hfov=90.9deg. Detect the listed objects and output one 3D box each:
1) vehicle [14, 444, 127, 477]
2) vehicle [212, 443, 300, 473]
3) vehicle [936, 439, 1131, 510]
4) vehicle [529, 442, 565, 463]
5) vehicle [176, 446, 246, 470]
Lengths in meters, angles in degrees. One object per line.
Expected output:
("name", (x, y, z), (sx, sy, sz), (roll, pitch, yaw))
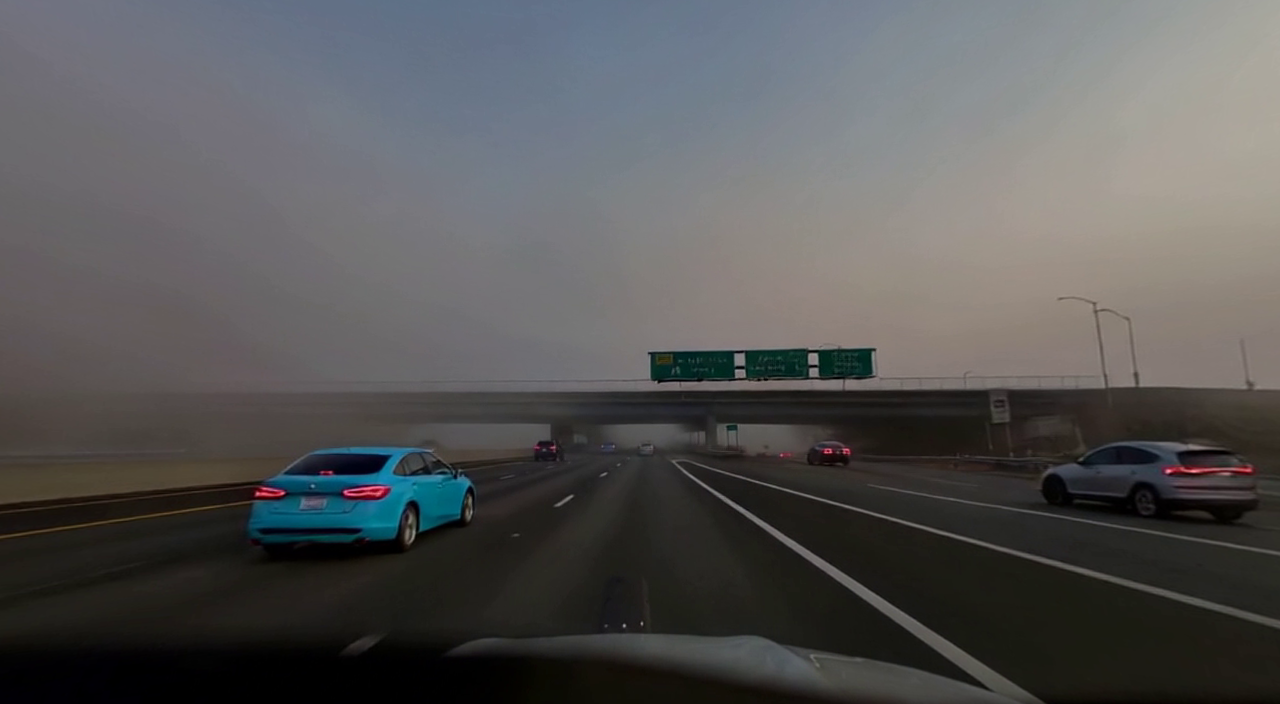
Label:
("vehicle", (-36.047, 6.853, 40.181), (2.029, 1.911, 5.328), (-1, -8, 3))
("vehicle", (-21.477, 5.928, 35.518), (1.991, 1.538, 4.561), (0, -8, 1))
("vehicle", (9.488, 2.953, 15.732), (2.000, 1.515, 4.188), (0, -8, -3))
("vehicle", (-7.062, 7.677, 48.316), (1.987, 1.486, 4.174), (0, -8, 1))
("vehicle", (-31.933, 7.869, 47.143), (1.884, 1.678, 4.414), (-1, -8, 4))
